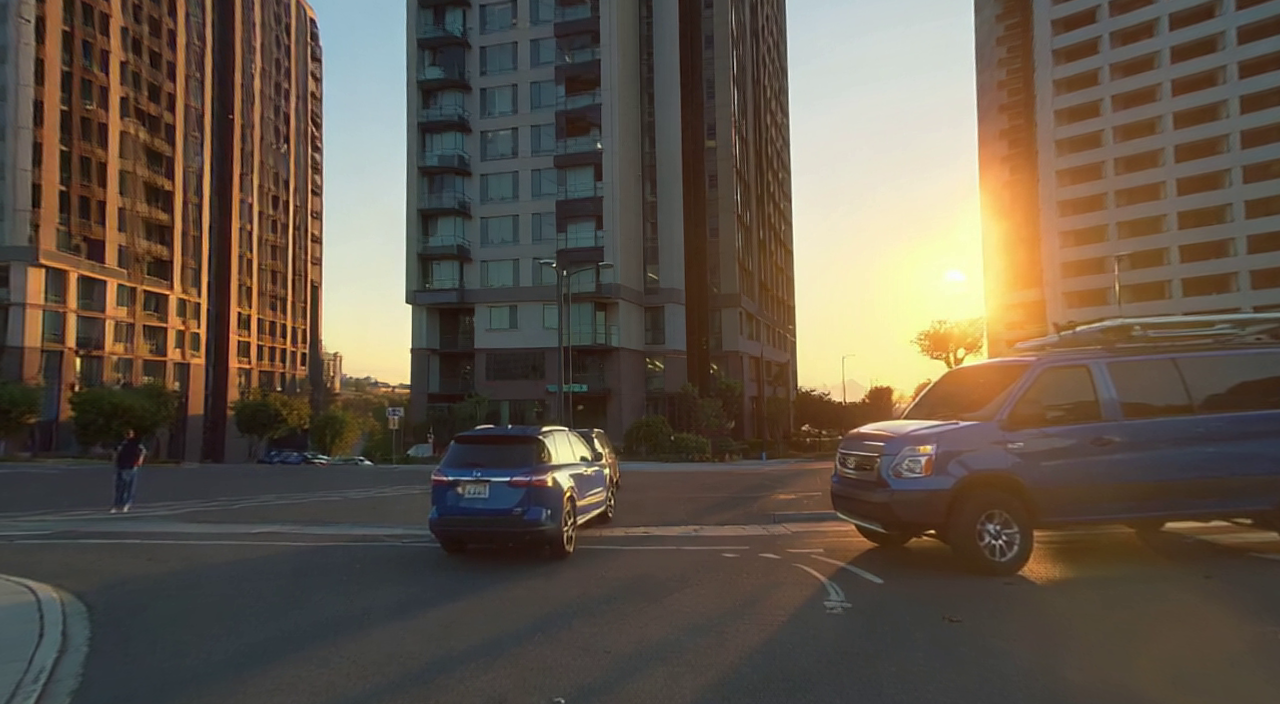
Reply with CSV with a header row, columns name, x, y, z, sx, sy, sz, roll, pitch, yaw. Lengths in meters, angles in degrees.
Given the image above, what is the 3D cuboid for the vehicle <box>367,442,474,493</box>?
name,x,y,z,sx,sy,sz,roll,pitch,yaw
vehicle,-8.172,4.331,24.024,2.395,1.719,4.549,0,-8,1

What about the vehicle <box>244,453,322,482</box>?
name,x,y,z,sx,sy,sz,roll,pitch,yaw
vehicle,-19.458,6.291,34.505,3.467,1.456,1.649,4,-9,-24

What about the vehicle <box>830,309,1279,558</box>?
name,x,y,z,sx,sy,sz,roll,pitch,yaw
vehicle,6.373,1.060,8.250,6.932,2.753,2.446,0,-8,1

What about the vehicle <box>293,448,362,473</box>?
name,x,y,z,sx,sy,sz,roll,pitch,yaw
vehicle,-19.901,6.933,40.303,3.692,1.509,1.803,3,-9,-20

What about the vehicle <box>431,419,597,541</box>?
name,x,y,z,sx,sy,sz,roll,pitch,yaw
vehicle,-1.956,2.157,11.215,2.144,1.733,4.115,0,-8,-1
